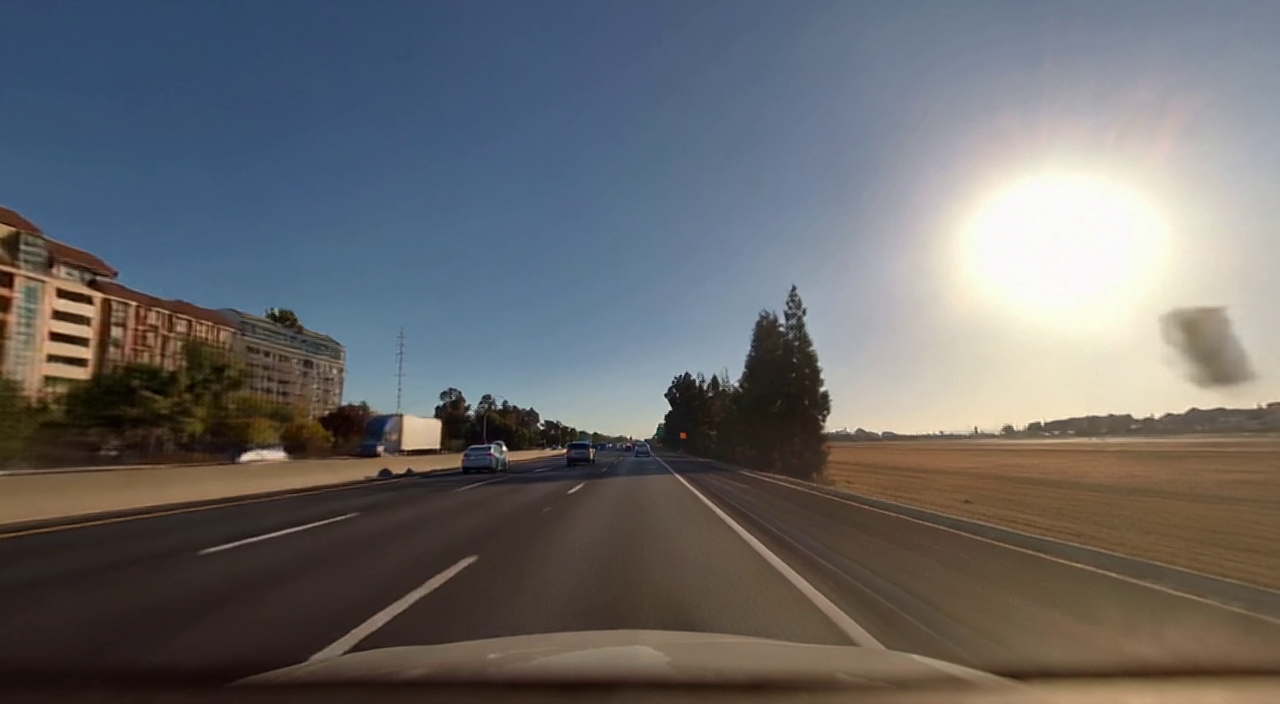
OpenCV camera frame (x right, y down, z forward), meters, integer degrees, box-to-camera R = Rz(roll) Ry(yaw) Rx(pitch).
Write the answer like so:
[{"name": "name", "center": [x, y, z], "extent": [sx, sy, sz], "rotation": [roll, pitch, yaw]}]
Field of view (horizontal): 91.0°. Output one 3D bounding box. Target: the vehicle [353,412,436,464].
[{"name": "vehicle", "center": [-18.838, 6.712, 49.031], "extent": [2.951, 3.679, 8.155], "rotation": [0, -9, 1]}]

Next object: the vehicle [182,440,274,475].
[{"name": "vehicle", "center": [-22.878, 5.854, 35.188], "extent": [1.920, 1.765, 4.634], "rotation": [0, -8, 1]}]

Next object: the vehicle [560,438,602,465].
[{"name": "vehicle", "center": [-3.686, 6.284, 40.020], "extent": [2.083, 1.588, 4.801], "rotation": [0, -8, 2]}]

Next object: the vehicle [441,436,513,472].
[{"name": "vehicle", "center": [-7.492, 4.745, 29.488], "extent": [2.034, 1.523, 4.627], "rotation": [0, -8, 1]}]
